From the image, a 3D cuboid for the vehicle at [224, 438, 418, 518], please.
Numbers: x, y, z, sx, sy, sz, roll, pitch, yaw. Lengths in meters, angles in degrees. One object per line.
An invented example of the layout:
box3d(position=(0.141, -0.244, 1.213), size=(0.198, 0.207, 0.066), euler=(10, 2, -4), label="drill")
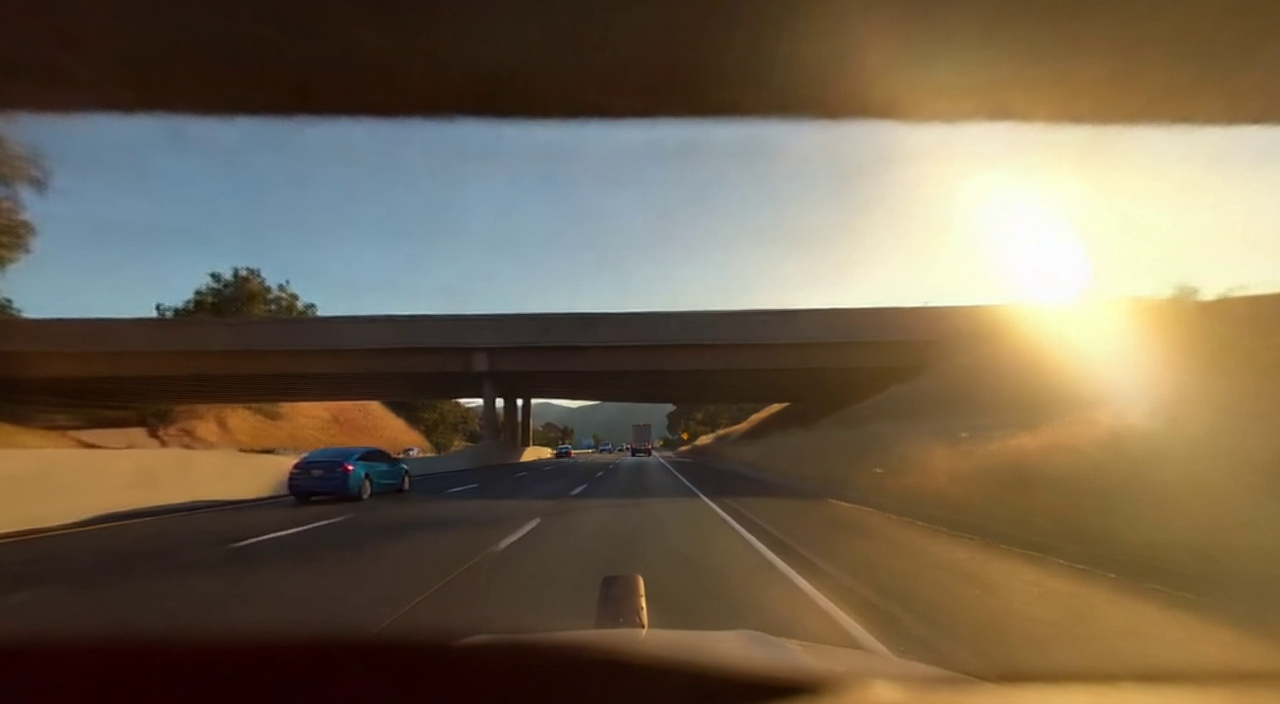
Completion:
box3d(position=(-7.104, 2.826, 14.744), size=(2.096, 1.541, 4.610), euler=(0, -8, 0), label="vehicle")
